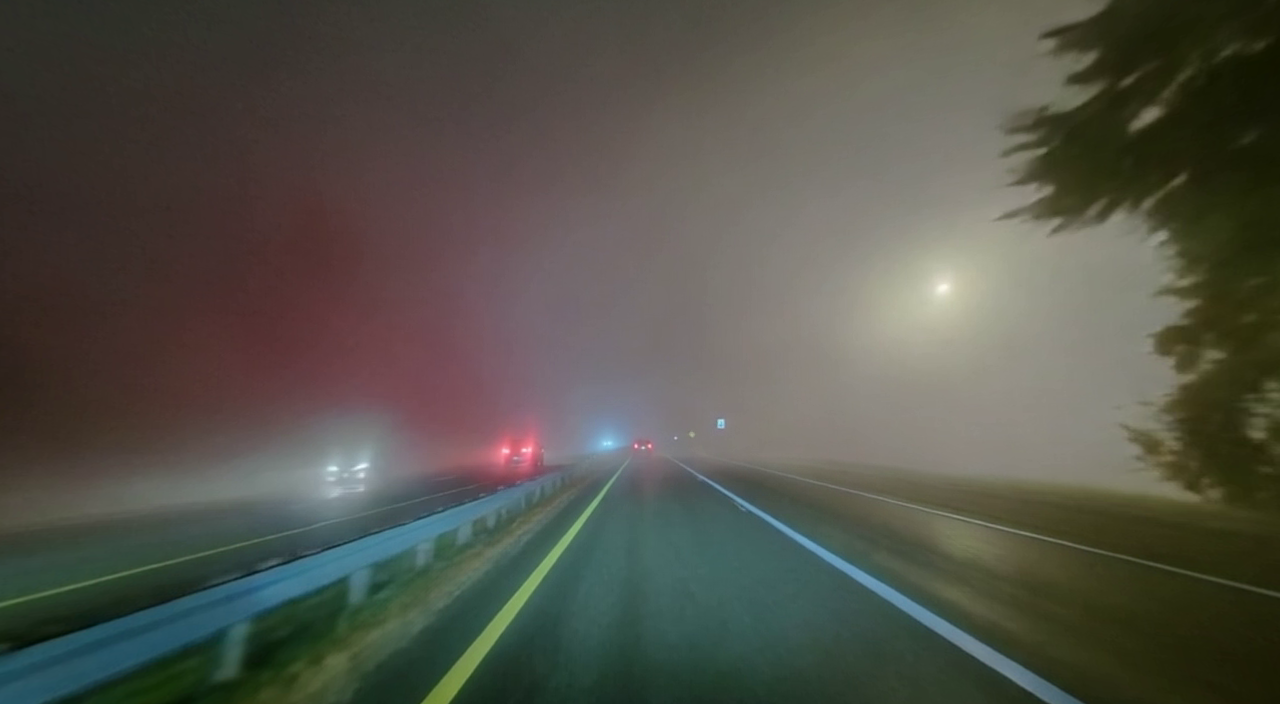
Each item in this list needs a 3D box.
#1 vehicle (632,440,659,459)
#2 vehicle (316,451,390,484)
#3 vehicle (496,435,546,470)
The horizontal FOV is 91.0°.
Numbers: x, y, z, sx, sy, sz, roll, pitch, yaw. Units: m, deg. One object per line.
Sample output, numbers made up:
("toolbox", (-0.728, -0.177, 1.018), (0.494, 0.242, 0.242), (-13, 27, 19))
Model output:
("vehicle", (0.420, 7.660, 49.460), (2.061, 1.469, 3.782), (0, -8, 0))
("vehicle", (-14.449, 5.798, 31.931), (1.805, 1.513, 3.939), (0, -8, 1))
("vehicle", (-7.010, 5.958, 37.519), (2.068, 1.897, 4.372), (0, -8, 1))
